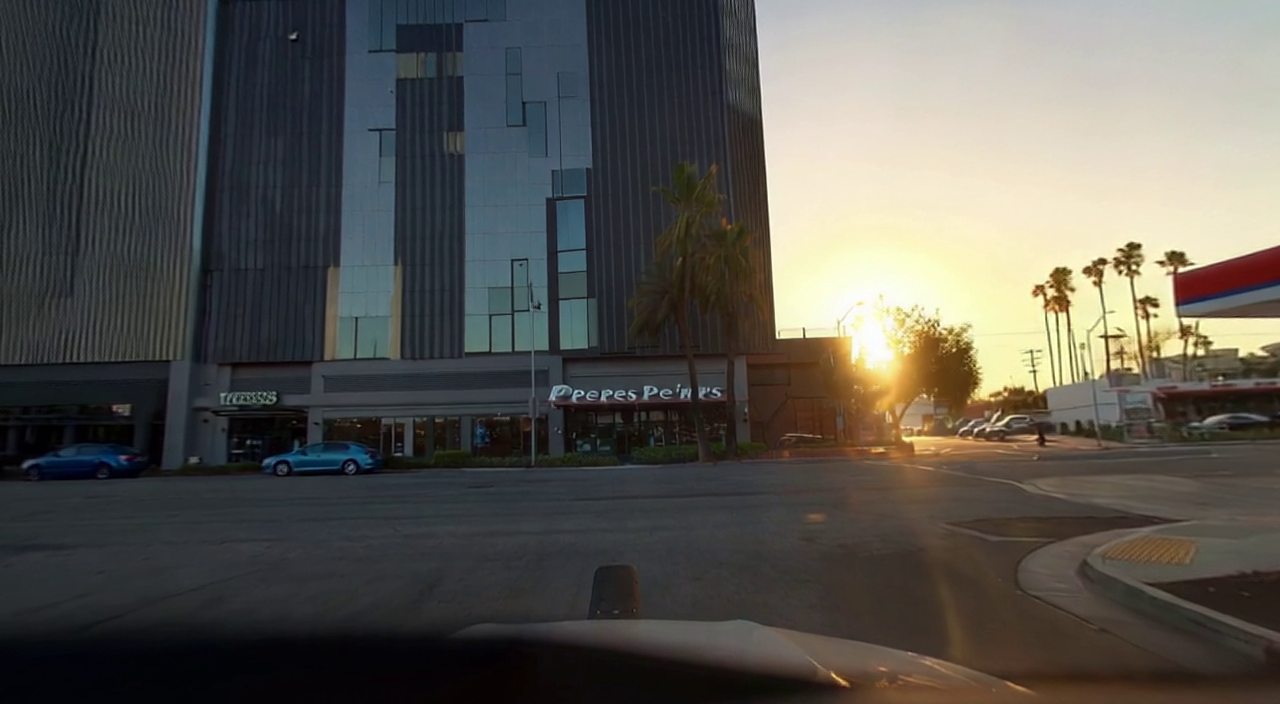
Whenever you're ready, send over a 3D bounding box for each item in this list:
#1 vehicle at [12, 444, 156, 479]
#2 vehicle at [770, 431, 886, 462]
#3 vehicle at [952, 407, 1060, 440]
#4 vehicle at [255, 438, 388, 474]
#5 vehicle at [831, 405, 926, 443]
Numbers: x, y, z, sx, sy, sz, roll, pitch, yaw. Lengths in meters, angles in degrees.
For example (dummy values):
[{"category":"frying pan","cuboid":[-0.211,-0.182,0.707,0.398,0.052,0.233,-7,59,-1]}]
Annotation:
[{"category":"vehicle","cuboid":[-23.608,4.667,26.948,4.321,1.430,1.775,0,-9,-2]},{"category":"vehicle","cuboid":[8.599,4.372,29.098,4.782,1.371,1.763,1,-9,-5]},{"category":"vehicle","cuboid":[28.582,5.604,49.482,7.026,2.329,2.545,1,-6,-4]},{"category":"vehicle","cuboid":[-13.929,4.570,27.799,4.857,1.497,1.811,0,-9,2]},{"category":"vehicle","cuboid":[16.128,4.931,42.912,5.524,2.504,2.196,1,-9,-3]}]
